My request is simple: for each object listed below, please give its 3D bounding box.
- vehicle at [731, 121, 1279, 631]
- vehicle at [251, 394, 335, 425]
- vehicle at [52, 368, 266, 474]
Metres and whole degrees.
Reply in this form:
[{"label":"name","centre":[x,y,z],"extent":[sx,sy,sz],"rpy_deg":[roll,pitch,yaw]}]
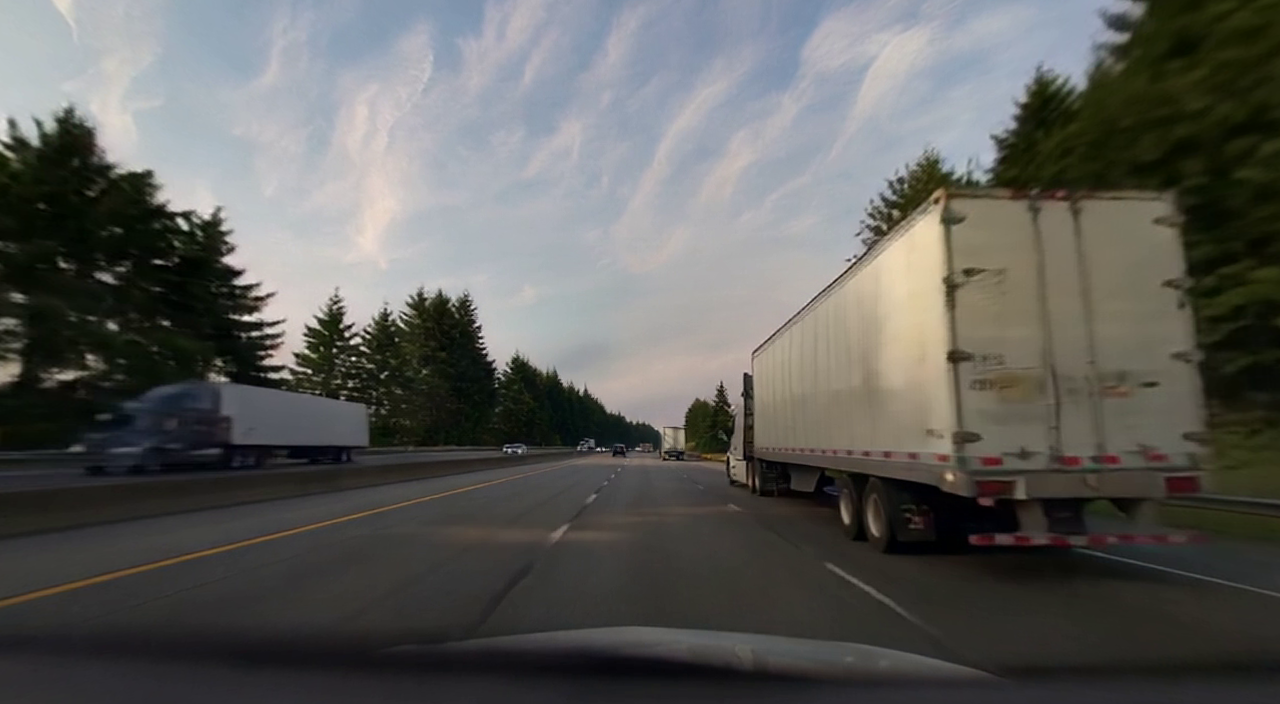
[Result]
[{"label":"vehicle","centre":[4.146,1.096,11.527],"extent":[2.950,4.033,13.276],"rpy_deg":[0,-9,0]},{"label":"vehicle","centre":[-19.257,3.278,35.200],"extent":[2.152,1.412,4.348],"rpy_deg":[0,-9,0]},{"label":"vehicle","centre":[-19.366,3.024,26.243],"extent":[2.936,3.776,7.343],"rpy_deg":[0,-9,0]}]
